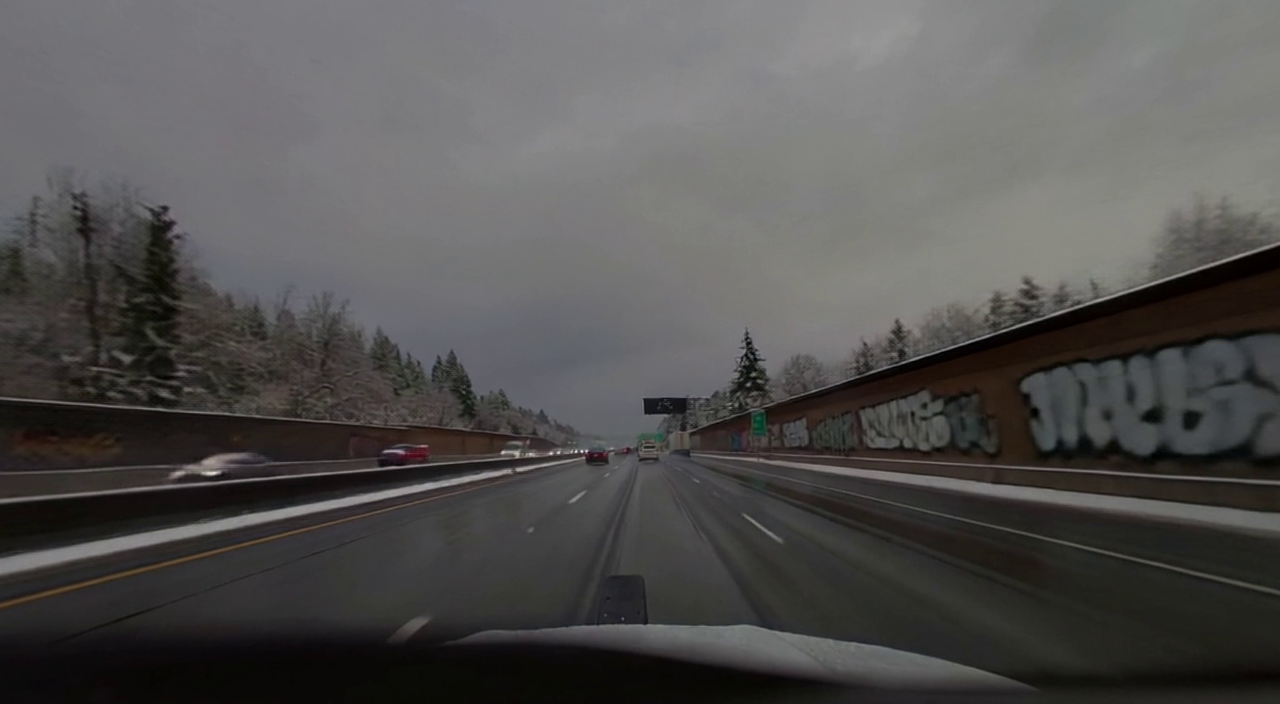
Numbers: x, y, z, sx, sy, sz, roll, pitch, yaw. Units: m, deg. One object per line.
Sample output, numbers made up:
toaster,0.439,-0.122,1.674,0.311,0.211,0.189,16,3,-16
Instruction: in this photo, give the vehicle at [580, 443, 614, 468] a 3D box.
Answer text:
vehicle,-2.983,7.352,44.794,2.095,1.671,4.193,0,-9,1

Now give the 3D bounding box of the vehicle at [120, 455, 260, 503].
vehicle,-15.939,4.482,22.651,1.830,1.480,4.231,0,-9,1

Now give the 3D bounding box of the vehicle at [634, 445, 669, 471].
vehicle,0.684,6.507,38.930,2.009,1.506,4.091,0,-9,0
